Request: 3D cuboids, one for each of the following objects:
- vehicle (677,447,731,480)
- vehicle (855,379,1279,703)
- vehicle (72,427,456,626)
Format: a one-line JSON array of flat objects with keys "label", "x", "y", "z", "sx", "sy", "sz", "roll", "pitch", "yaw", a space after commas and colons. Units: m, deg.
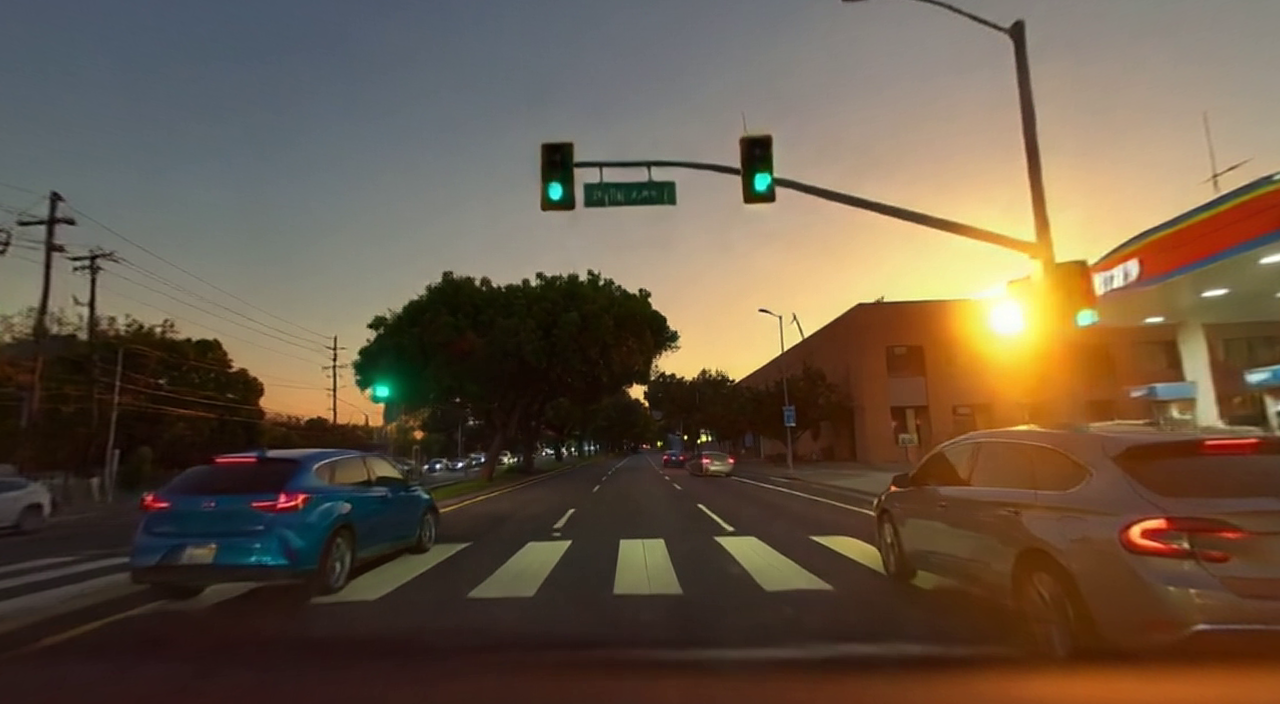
[{"label": "vehicle", "x": 3.533, "y": 6.271, "z": 35.928, "sx": 2.066, "sy": 1.699, "sz": 4.419, "roll": 1, "pitch": -9, "yaw": -8}, {"label": "vehicle", "x": 3.478, "y": 1.259, "z": 4.790, "sx": 2.085, "sy": 1.655, "sz": 4.459, "roll": 0, "pitch": -8, "yaw": 0}, {"label": "vehicle", "x": -3.710, "y": 1.746, "z": 7.309, "sx": 1.935, "sy": 1.617, "sz": 4.045, "roll": 0, "pitch": -8, "yaw": 0}]
